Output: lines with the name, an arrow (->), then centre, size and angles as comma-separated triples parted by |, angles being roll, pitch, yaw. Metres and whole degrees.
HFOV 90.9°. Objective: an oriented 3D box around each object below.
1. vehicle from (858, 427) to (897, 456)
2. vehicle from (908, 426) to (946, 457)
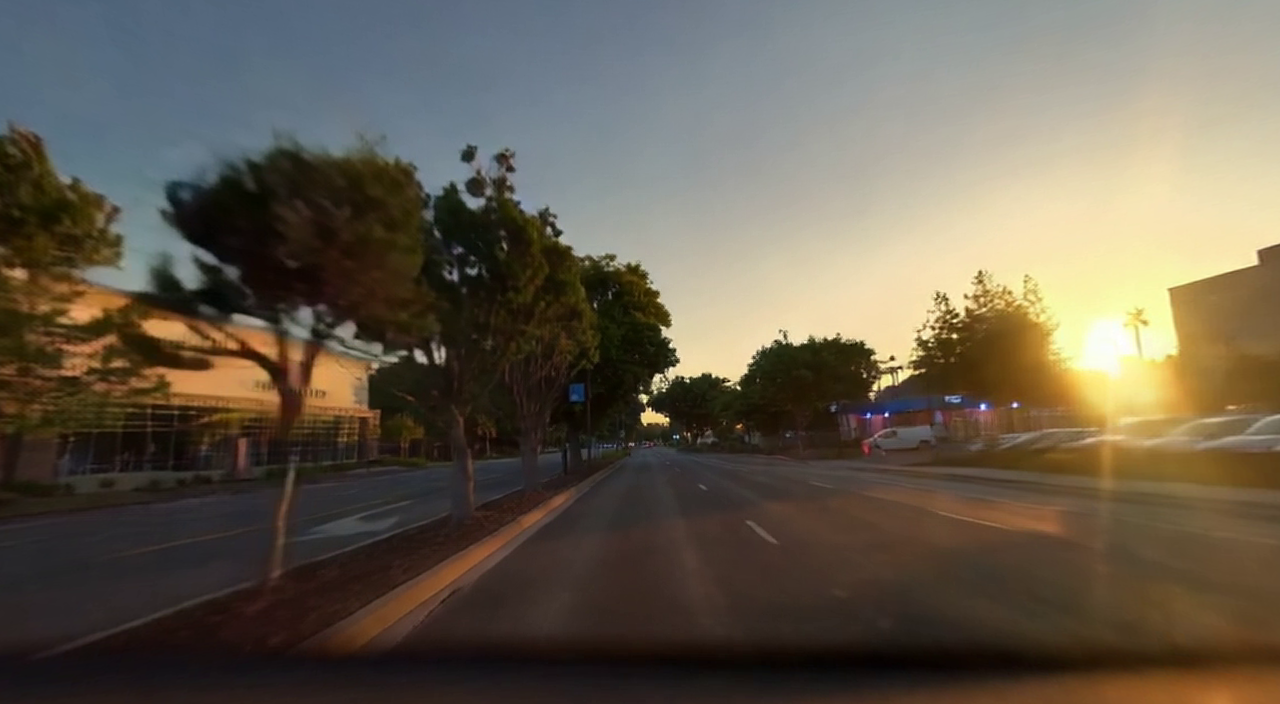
vehicle -> 18.042, 6.775, 47.618 | 2.425, 2.043, 5.455 | -4, -9, 23
vehicle -> 21.943, 6.808, 48.313 | 2.240, 2.095, 5.149 | -6, -7, 22
